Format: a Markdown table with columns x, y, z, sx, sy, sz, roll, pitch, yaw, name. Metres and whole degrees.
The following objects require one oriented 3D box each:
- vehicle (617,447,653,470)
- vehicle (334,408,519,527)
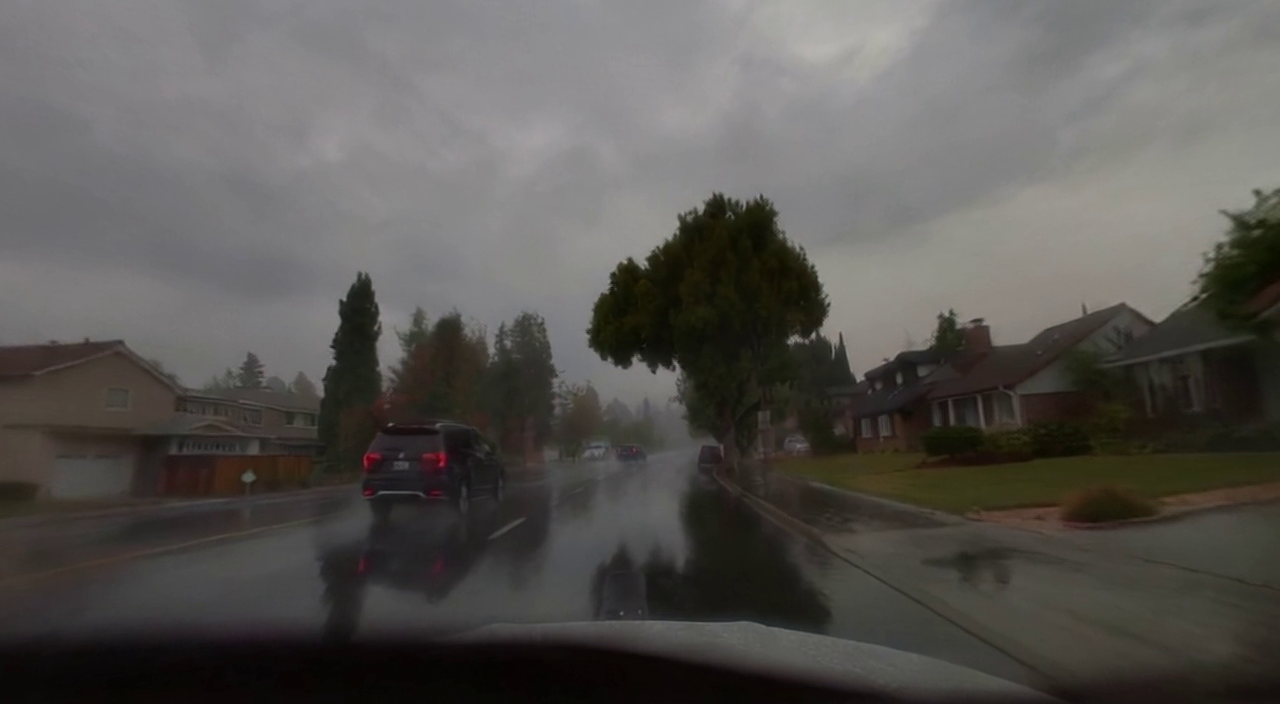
| x | y | z | sx | sy | sz | roll | pitch | yaw | name |
| --- | --- | --- | --- | --- | --- | --- | --- | --- | --- |
| -0.336 | 8.132 | 48.437 | 2.001 | 1.664 | 4.174 | -1 | -9 | 10 | vehicle |
| -4.274 | 2.434 | 13.818 | 2.085 | 2.084 | 5.133 | 0 | -9 | 2 | vehicle |
